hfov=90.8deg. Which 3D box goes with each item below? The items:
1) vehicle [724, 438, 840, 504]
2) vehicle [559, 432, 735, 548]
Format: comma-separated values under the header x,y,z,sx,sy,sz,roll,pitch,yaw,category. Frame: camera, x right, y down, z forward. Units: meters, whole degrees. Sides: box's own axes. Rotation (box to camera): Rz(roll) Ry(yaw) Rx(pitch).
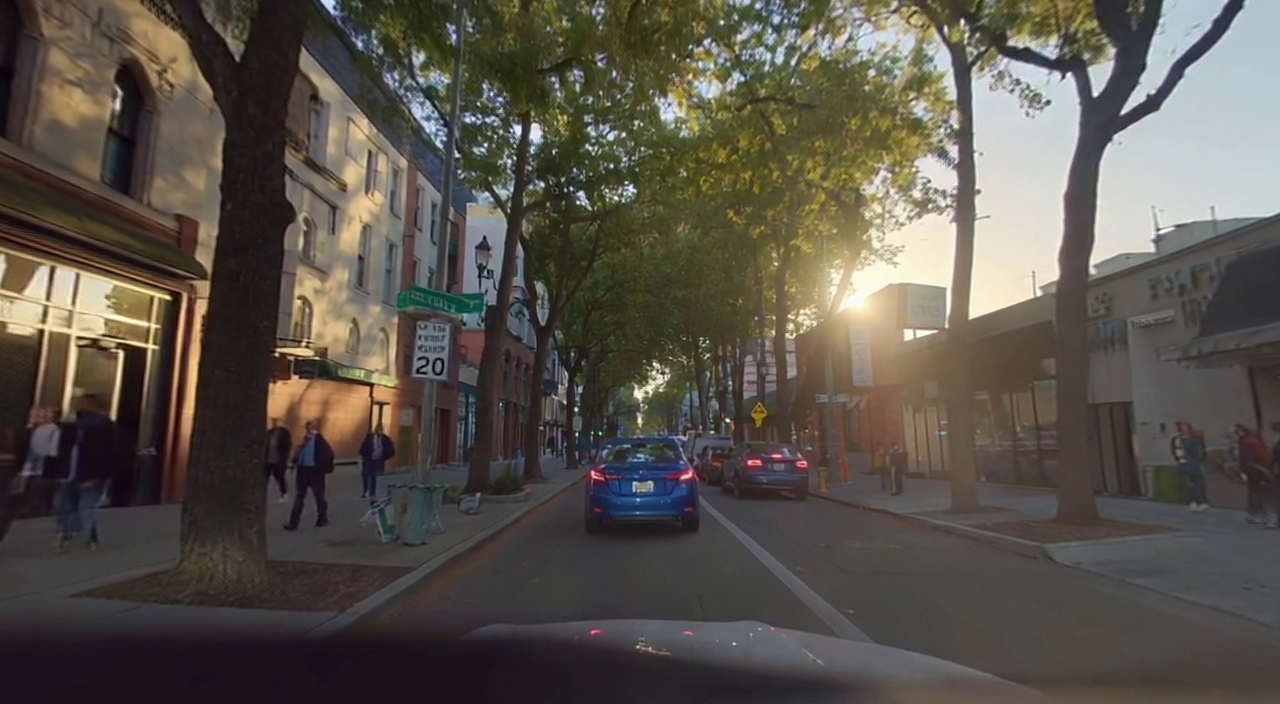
x,y,z,sx,sy,sz,roll,pitch,yaw,category
3.616,3.124,17.045,2.025,1.523,4.426,0,-9,-1,vehicle
0.056,2.089,10.260,2.261,1.474,4.130,0,-9,-1,vehicle
